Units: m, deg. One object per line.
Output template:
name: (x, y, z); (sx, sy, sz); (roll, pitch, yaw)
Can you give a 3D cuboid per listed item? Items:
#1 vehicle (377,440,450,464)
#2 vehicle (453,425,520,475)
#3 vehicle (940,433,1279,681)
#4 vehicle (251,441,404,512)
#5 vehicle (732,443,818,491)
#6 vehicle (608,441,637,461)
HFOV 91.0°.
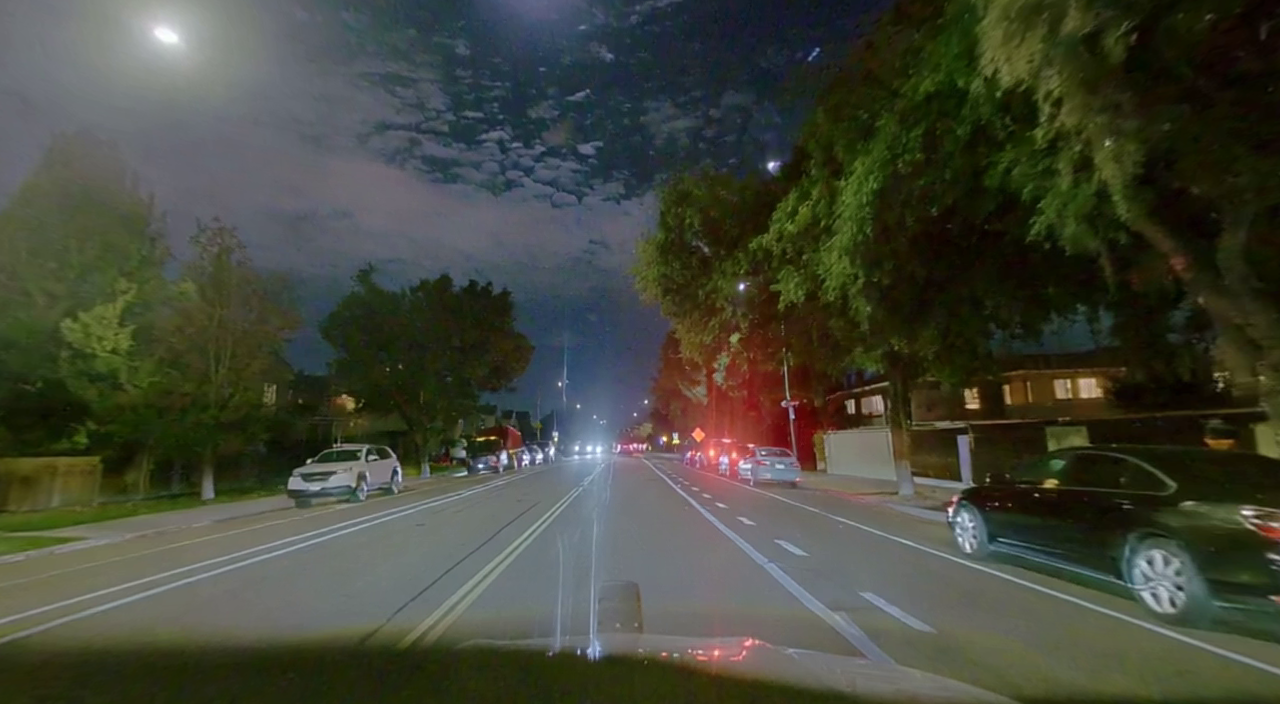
vehicle: (-17.208, 7.620, 47.951); (4.779, 1.823, 1.964); (0, -9, -1)
vehicle: (-8.486, 5.477, 35.315); (2.526, 2.631, 4.228); (0, -8, 2)
vehicle: (4.812, 1.468, 5.299); (2.027, 1.493, 4.679); (1, -9, -4)
vehicle: (-8.351, 3.325, 17.413); (1.950, 1.672, 4.664); (0, -8, -2)
vehicle: (4.496, 3.892, 21.704); (1.912, 1.463, 4.477); (0, -8, -1)
vehicle: (-1.360, 7.864, 49.985); (2.151, 1.481, 4.084); (0, -8, 0)
